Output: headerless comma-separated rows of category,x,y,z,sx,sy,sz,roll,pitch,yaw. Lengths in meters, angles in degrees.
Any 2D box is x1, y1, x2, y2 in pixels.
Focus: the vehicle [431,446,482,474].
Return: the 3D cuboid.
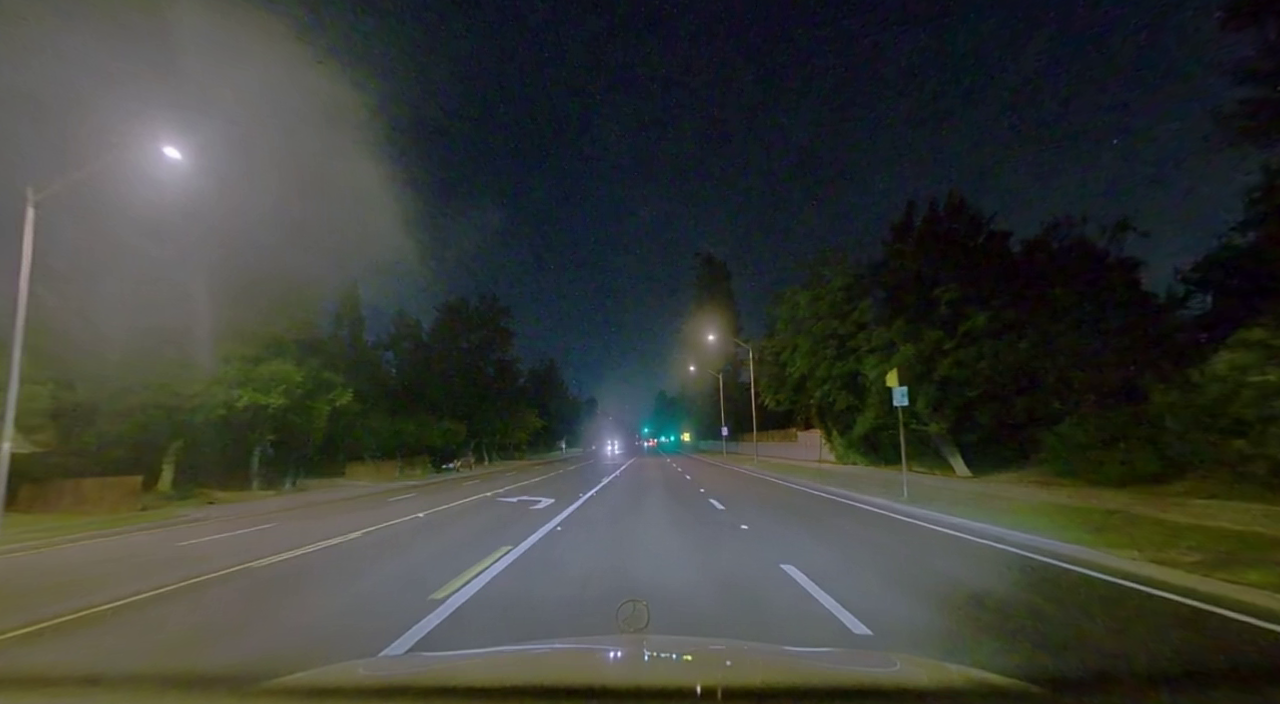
vehicle,-12.184,7.131,42.069,1.921,1.611,4.713,-4,-8,1
